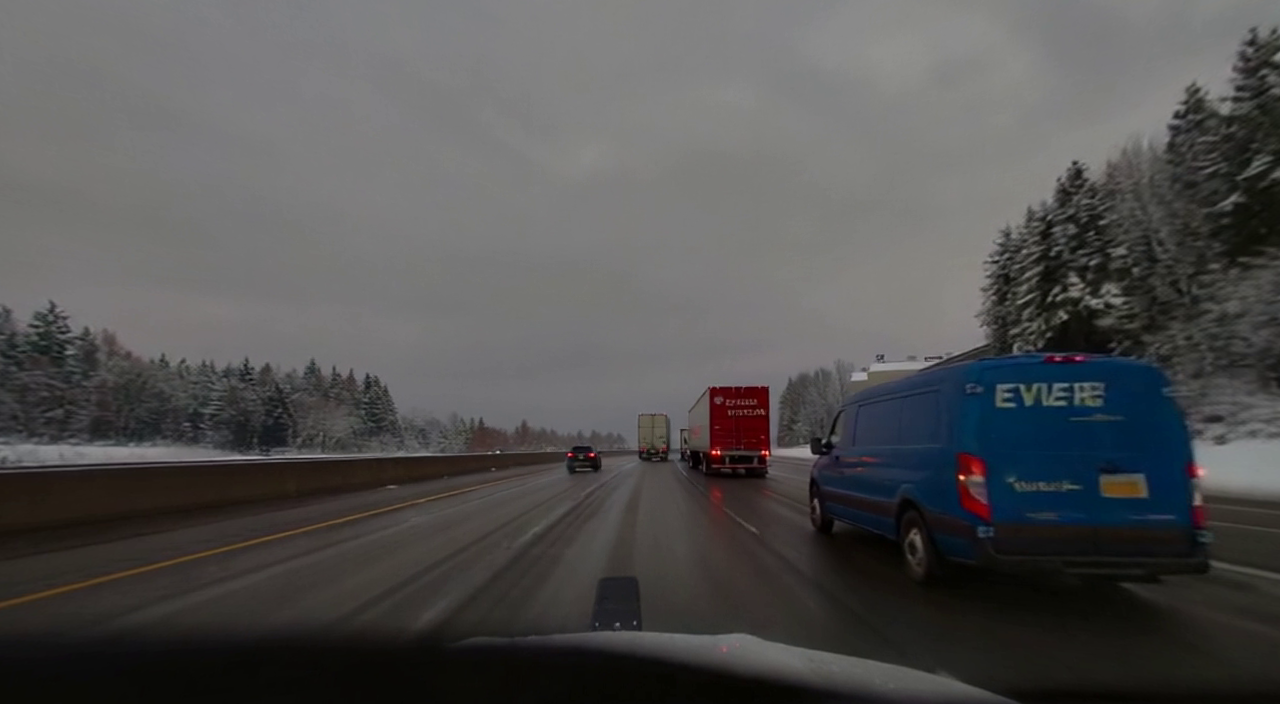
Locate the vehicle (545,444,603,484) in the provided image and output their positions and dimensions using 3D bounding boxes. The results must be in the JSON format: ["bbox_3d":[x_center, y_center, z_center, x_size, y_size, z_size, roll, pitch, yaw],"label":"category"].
[{"bbox_3d":[-2.595,4.522,25.950,2.024,1.472,4.014,0,-9,-1],"label":"vehicle"}]

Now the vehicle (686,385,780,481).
[{"bbox_3d":[4.380,4.387,33.221,2.951,3.974,13.340,0,-9,0],"label":"vehicle"}]

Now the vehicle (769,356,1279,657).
[{"bbox_3d":[3.828,1.542,7.887,2.809,1.919,7.507,0,-9,-1],"label":"vehicle"}]
